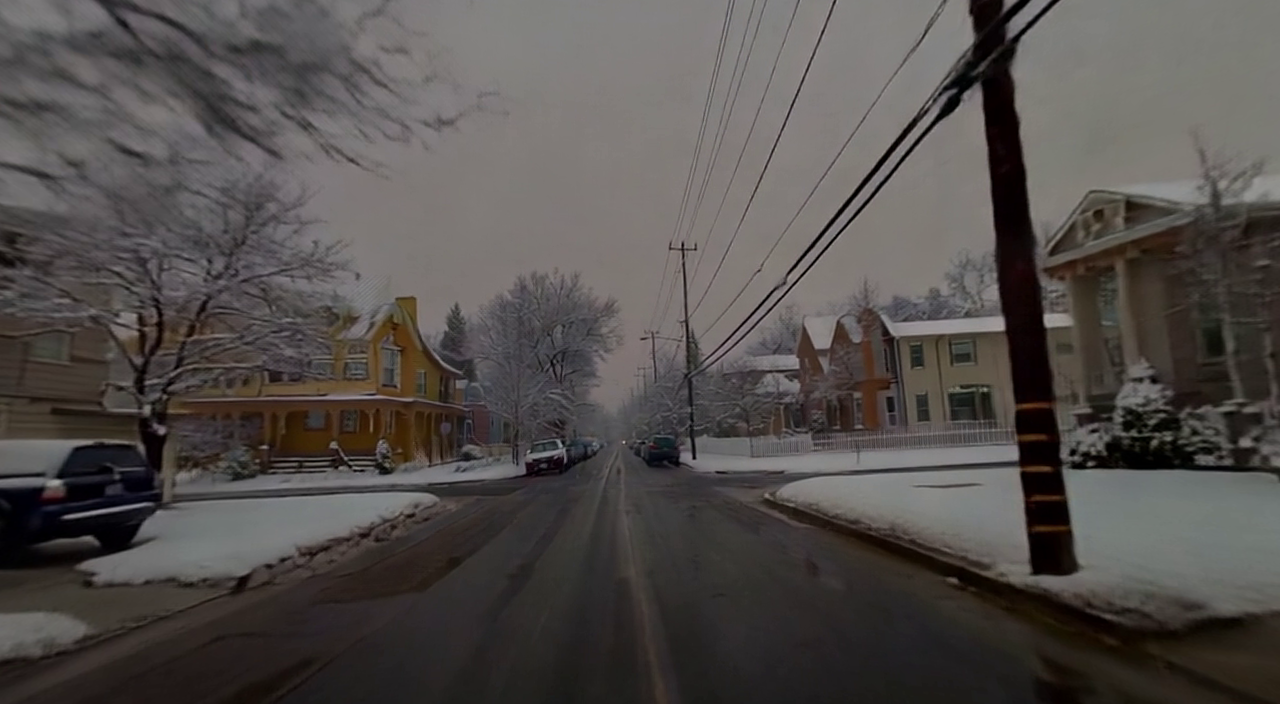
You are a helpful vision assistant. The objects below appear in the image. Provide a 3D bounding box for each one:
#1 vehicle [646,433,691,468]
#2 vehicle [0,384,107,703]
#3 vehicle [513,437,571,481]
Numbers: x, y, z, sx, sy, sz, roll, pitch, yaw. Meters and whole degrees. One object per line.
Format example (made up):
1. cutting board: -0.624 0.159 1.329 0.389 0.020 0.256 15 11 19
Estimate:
1. vehicle: 1.608 5.740 37.140 2.129 1.873 4.471 -1 -7 -4
2. vehicle: -3.310 0.834 0.224 2.204 1.655 4.813 -8 -7 -2
3. vehicle: -4.519 4.962 29.759 2.082 1.759 4.541 -2 -7 -2
